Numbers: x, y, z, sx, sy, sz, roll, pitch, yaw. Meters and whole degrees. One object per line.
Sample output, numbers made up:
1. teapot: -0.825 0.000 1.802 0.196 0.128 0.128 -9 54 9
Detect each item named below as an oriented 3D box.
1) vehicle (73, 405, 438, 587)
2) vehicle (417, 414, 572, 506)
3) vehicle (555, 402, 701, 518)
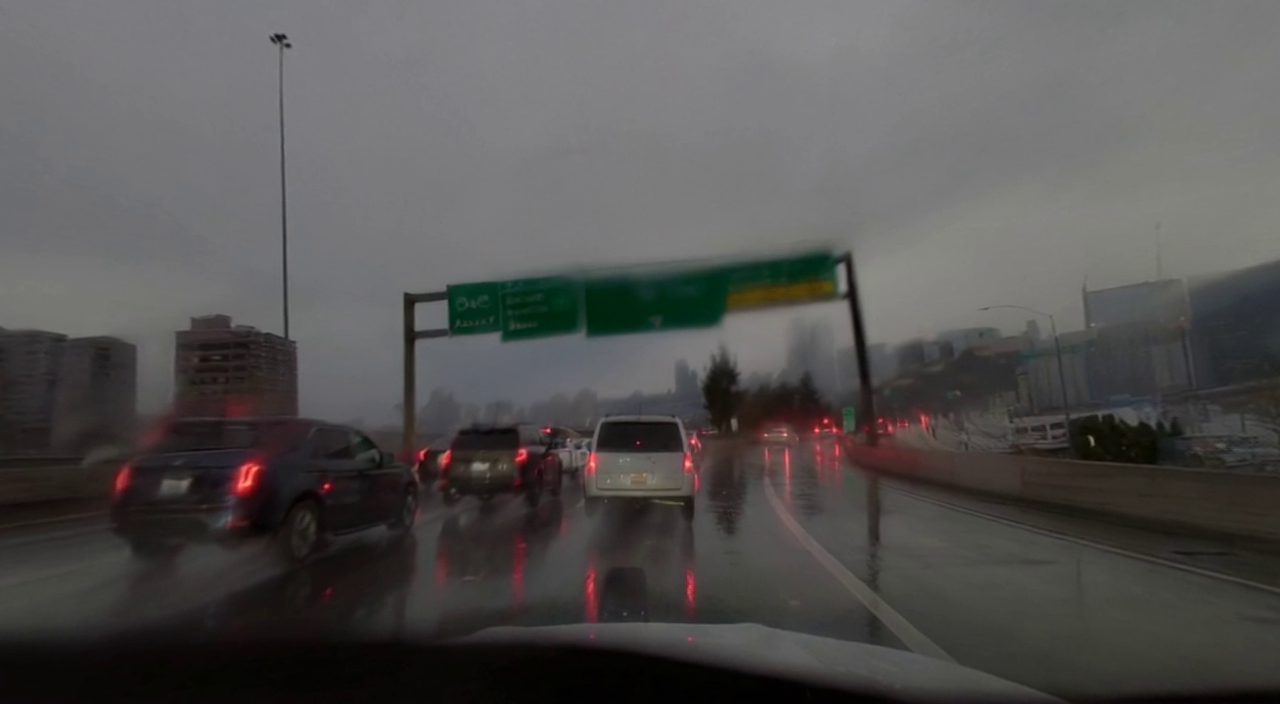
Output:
1. vehicle: -4.424 1.711 8.325 1.953 1.729 4.377 0 -9 1
2. vehicle: -3.424 2.731 16.383 2.286 1.931 5.729 -1 -9 4
3. vehicle: -0.153 2.379 14.337 2.616 2.063 5.933 0 -9 1
